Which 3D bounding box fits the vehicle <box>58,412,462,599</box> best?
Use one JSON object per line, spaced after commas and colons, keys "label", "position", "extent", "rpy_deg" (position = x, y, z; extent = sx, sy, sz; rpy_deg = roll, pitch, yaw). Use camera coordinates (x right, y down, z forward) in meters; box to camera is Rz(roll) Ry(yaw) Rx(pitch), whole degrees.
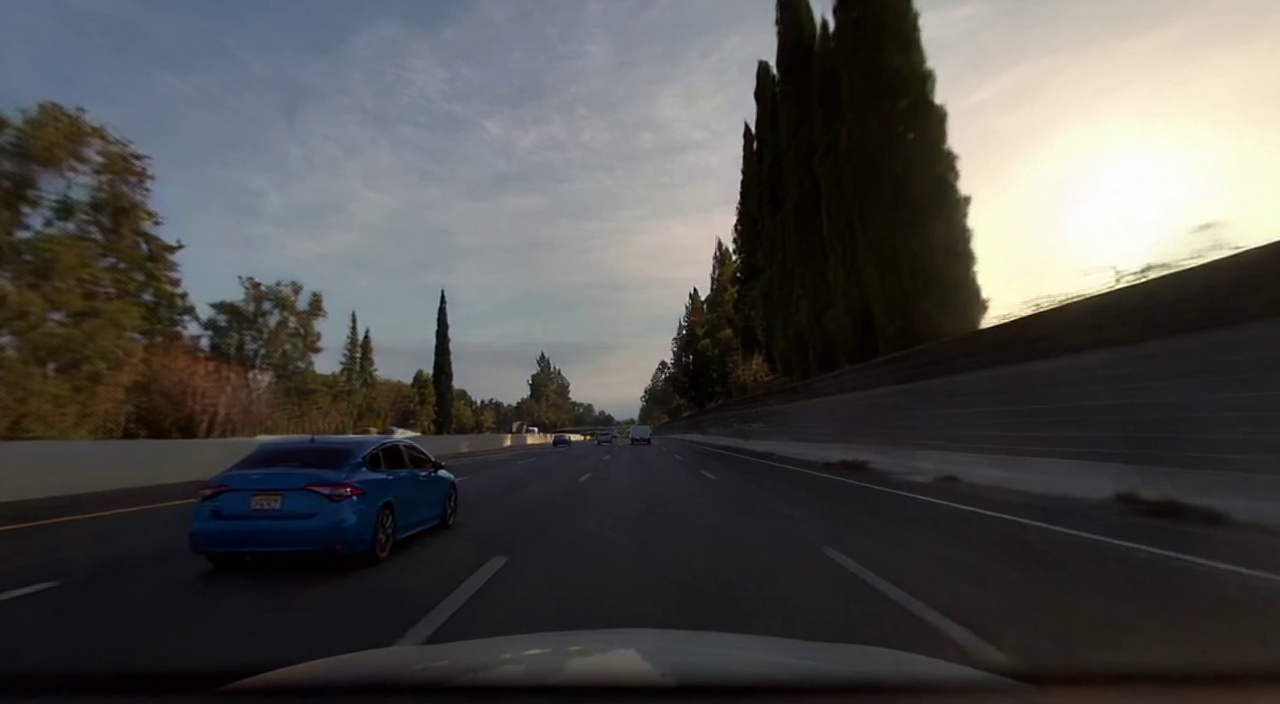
{"label": "vehicle", "position": [-3.632, 1.503, 7.075], "extent": [2.079, 1.500, 3.881], "rpy_deg": [0, -8, 1]}
